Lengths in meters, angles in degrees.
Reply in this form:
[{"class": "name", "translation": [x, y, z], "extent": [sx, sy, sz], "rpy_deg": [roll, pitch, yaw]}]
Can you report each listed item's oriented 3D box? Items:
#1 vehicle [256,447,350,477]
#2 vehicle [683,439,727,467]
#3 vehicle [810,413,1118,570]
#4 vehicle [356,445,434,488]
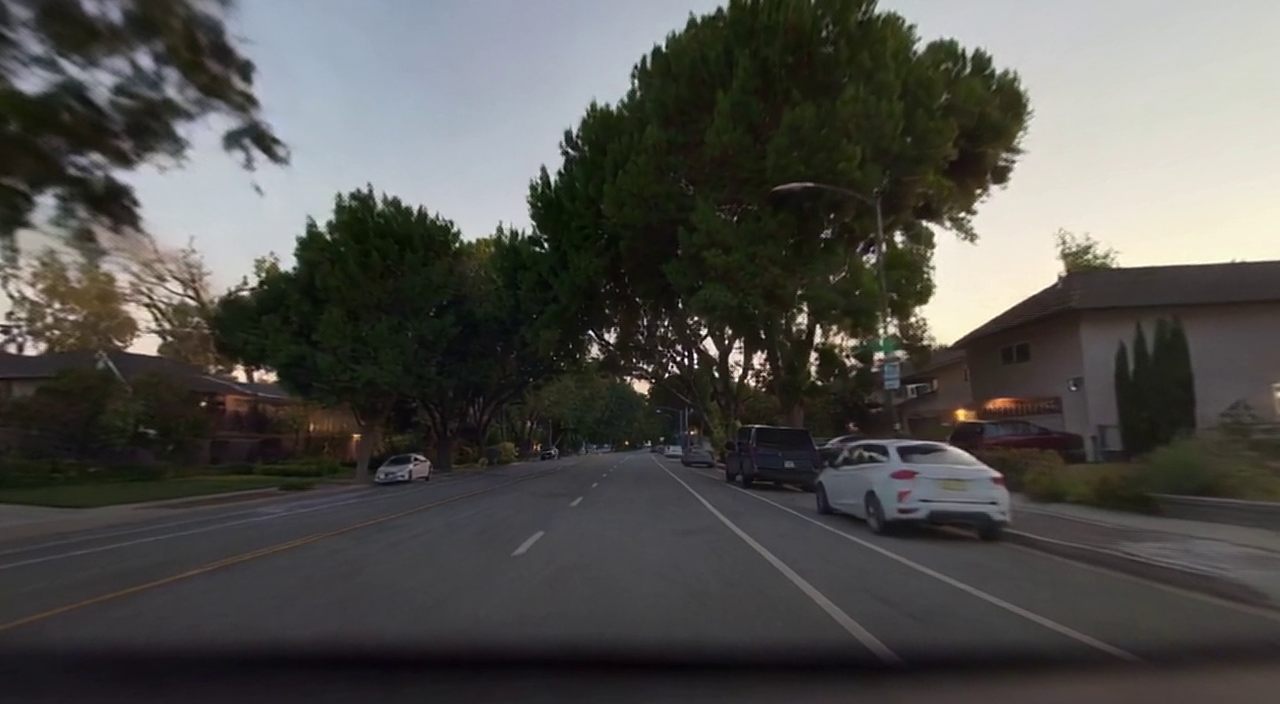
[{"class": "vehicle", "translation": [-19.956, 6.507, 37.543], "extent": [4.359, 1.727, 2.029], "rpy_deg": [0, -9, -2]}, {"class": "vehicle", "translation": [3.924, 6.170, 38.811], "extent": [1.999, 1.615, 4.513], "rpy_deg": [0, -9, -3]}, {"class": "vehicle", "translation": [4.055, 1.812, 8.986], "extent": [2.007, 1.657, 4.362], "rpy_deg": [0, -9, -1]}, {"class": "vehicle", "translation": [-10.976, 5.154, 28.636], "extent": [1.964, 1.667, 4.217], "rpy_deg": [-3, -10, -1]}]
